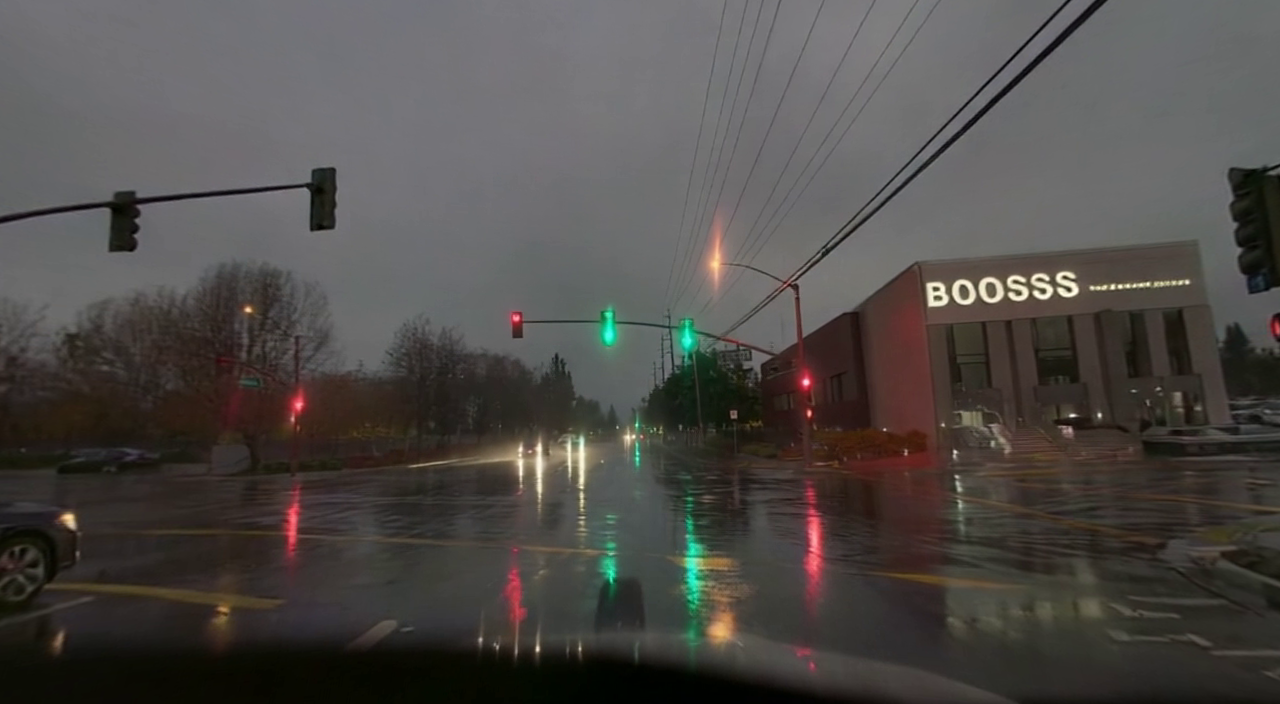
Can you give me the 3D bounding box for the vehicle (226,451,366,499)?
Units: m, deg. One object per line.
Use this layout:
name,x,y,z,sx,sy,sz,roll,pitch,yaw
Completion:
vehicle,-12.997,4.644,24.179,4.298,1.466,1.921,-1,-8,-12

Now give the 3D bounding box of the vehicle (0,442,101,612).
vehicle,-6.416,1.341,4.281,1.928,1.451,4.219,0,-9,-3
